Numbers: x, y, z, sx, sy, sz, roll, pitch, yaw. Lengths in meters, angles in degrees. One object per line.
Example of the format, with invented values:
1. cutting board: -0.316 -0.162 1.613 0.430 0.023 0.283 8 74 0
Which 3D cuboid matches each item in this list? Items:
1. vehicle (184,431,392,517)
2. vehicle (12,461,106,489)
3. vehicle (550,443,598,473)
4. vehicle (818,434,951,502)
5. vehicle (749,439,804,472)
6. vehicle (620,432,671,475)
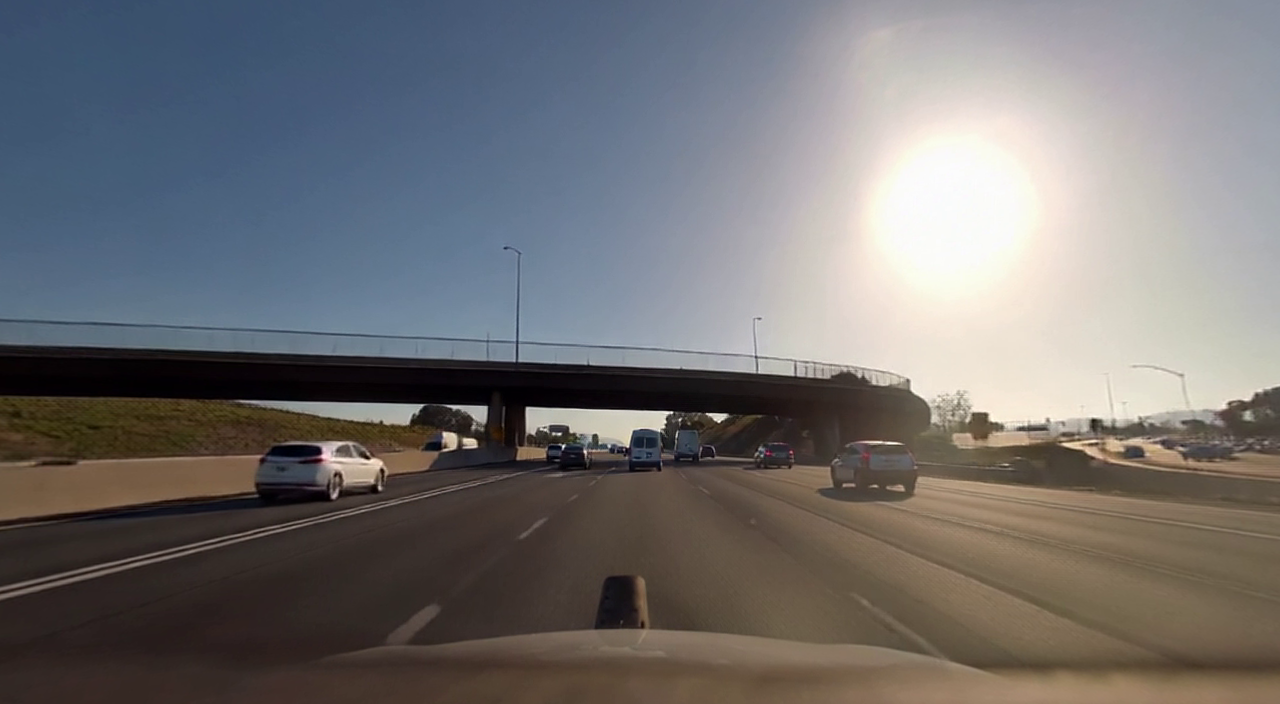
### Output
1. vehicle: -7.667 2.684 14.415 2.108 1.619 4.548 0 -9 0
2. vehicle: -33.497 7.074 36.452 1.689 1.459 3.831 0 -9 1
3. vehicle: -3.671 6.008 35.921 2.173 1.542 4.781 0 -9 1
4. vehicle: 6.786 3.253 18.127 2.146 1.678 4.489 0 -9 2
5. vehicle: 7.999 6.090 37.381 2.147 1.808 5.243 0 -9 0
6. vehicle: 0.286 5.313 33.162 2.509 2.062 4.639 0 -9 0
